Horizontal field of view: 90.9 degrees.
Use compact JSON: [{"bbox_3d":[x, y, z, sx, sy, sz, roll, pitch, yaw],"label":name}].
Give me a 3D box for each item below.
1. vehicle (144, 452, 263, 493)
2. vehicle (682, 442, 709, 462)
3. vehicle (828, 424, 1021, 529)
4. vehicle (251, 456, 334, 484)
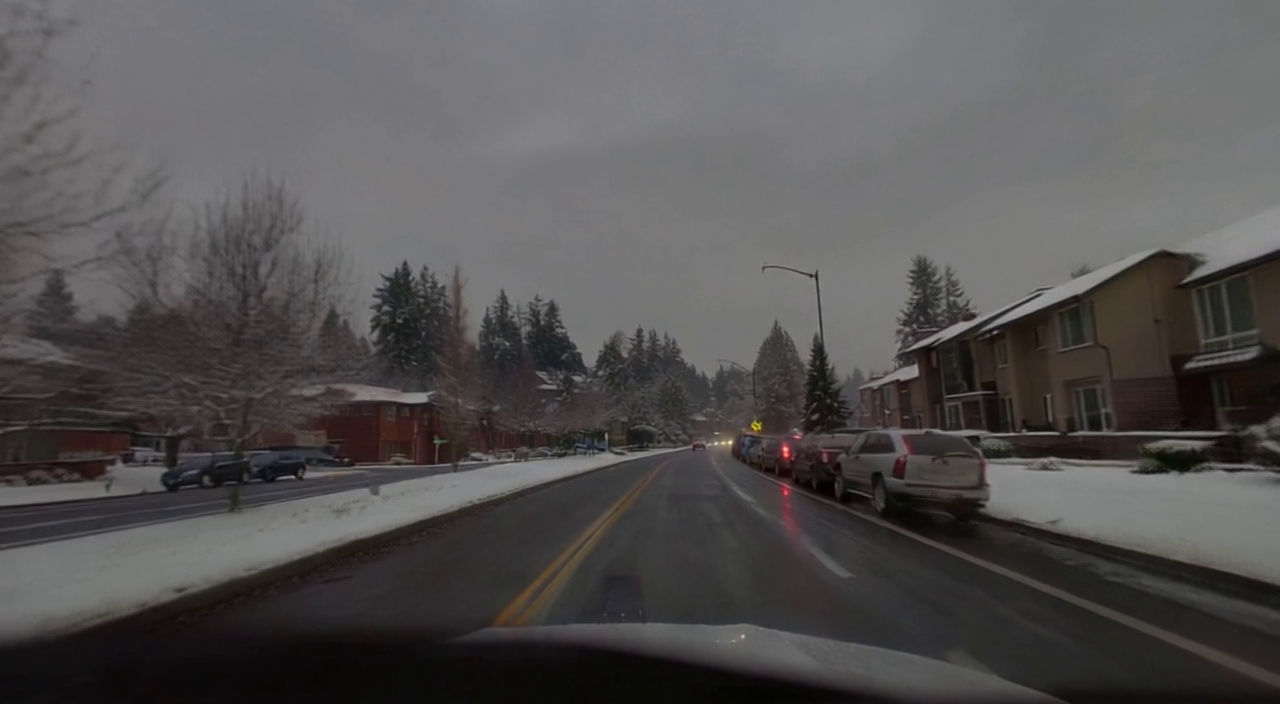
[{"bbox_3d":[-21.651,5.954,31.620,2.060,1.814,5.097,-1,-8,4],"label":"vehicle"},{"bbox_3d":[4.402,7.801,49.484,2.011,1.480,4.170,-1,-8,6],"label":"vehicle"},{"bbox_3d":[5.152,2.289,12.143,2.011,1.649,4.001,-1,-8,3],"label":"vehicle"},{"bbox_3d":[-20.789,7.061,37.968,1.909,1.451,4.757,-1,-8,6],"label":"vehicle"}]
